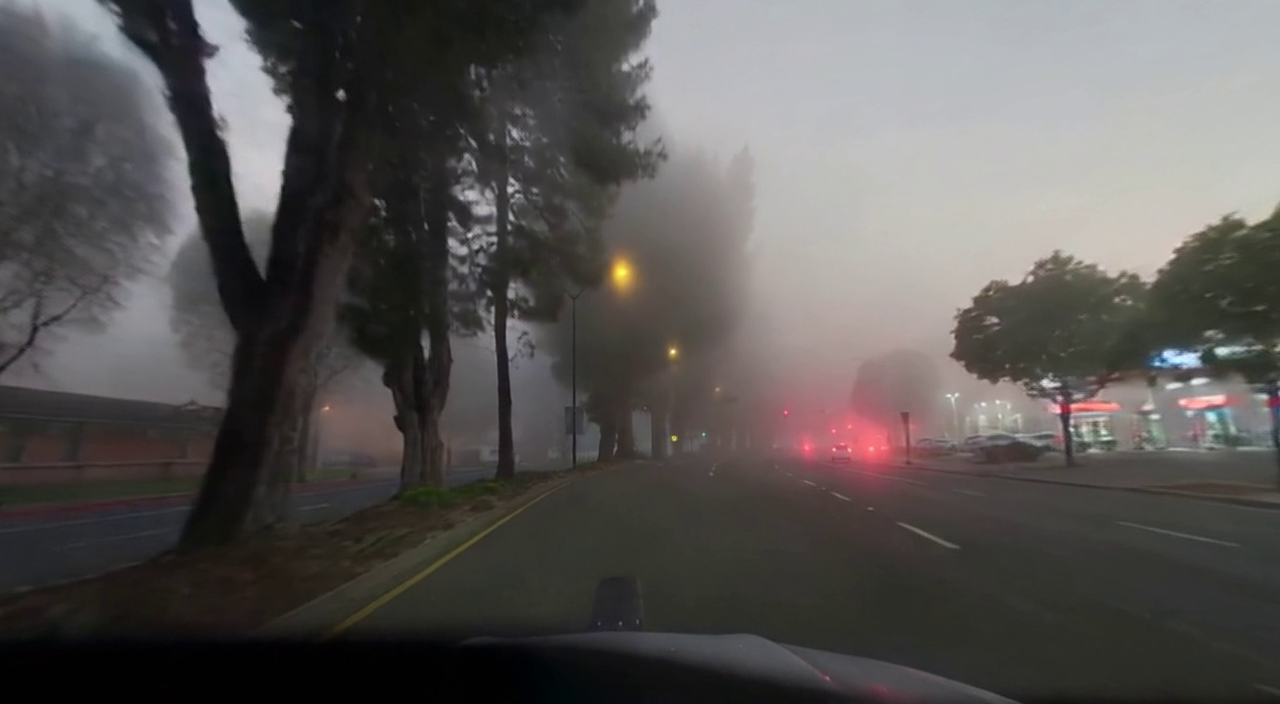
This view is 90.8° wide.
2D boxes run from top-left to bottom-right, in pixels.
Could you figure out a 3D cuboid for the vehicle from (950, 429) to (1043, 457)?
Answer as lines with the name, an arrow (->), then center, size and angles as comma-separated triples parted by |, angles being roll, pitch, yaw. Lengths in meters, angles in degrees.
vehicle -> 23.735, 6.096, 42.380 | 2.239, 1.742, 5.364 | 2, -9, -14
